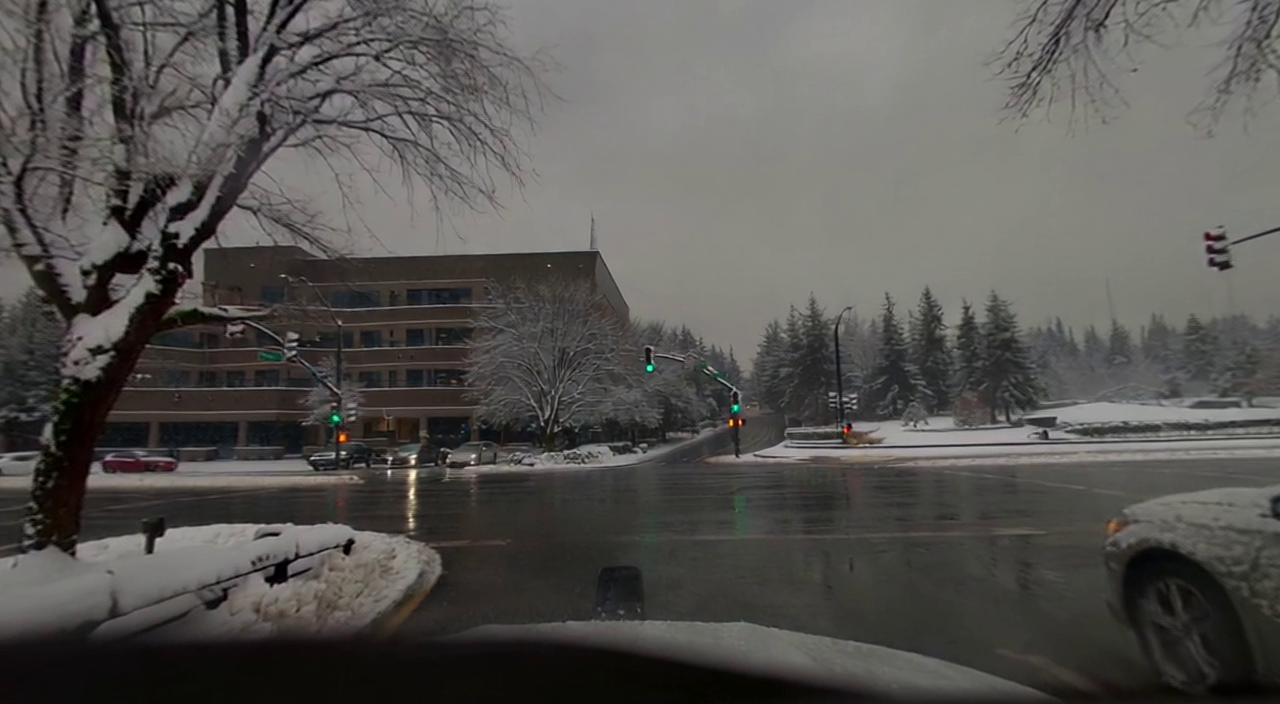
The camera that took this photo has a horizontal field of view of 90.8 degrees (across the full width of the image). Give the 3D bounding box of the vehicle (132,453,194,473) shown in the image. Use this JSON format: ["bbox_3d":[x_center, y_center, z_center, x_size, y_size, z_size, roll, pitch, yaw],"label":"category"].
[{"bbox_3d":[-36.441,8.504,48.356,1.709,1.410,3.945,0,-9,-1],"label":"vehicle"}]

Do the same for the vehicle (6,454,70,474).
[{"bbox_3d":[-46.320,8.619,48.659,1.627,1.392,3.330,0,-9,-1],"label":"vehicle"}]

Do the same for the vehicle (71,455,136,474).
[{"bbox_3d":[-41.337,8.677,48.773,1.651,1.379,3.787,0,-9,0],"label":"vehicle"}]

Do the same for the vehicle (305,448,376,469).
[{"bbox_3d":[-21.941,7.788,46.409,4.207,1.508,1.875,0,-9,2],"label":"vehicle"}]
